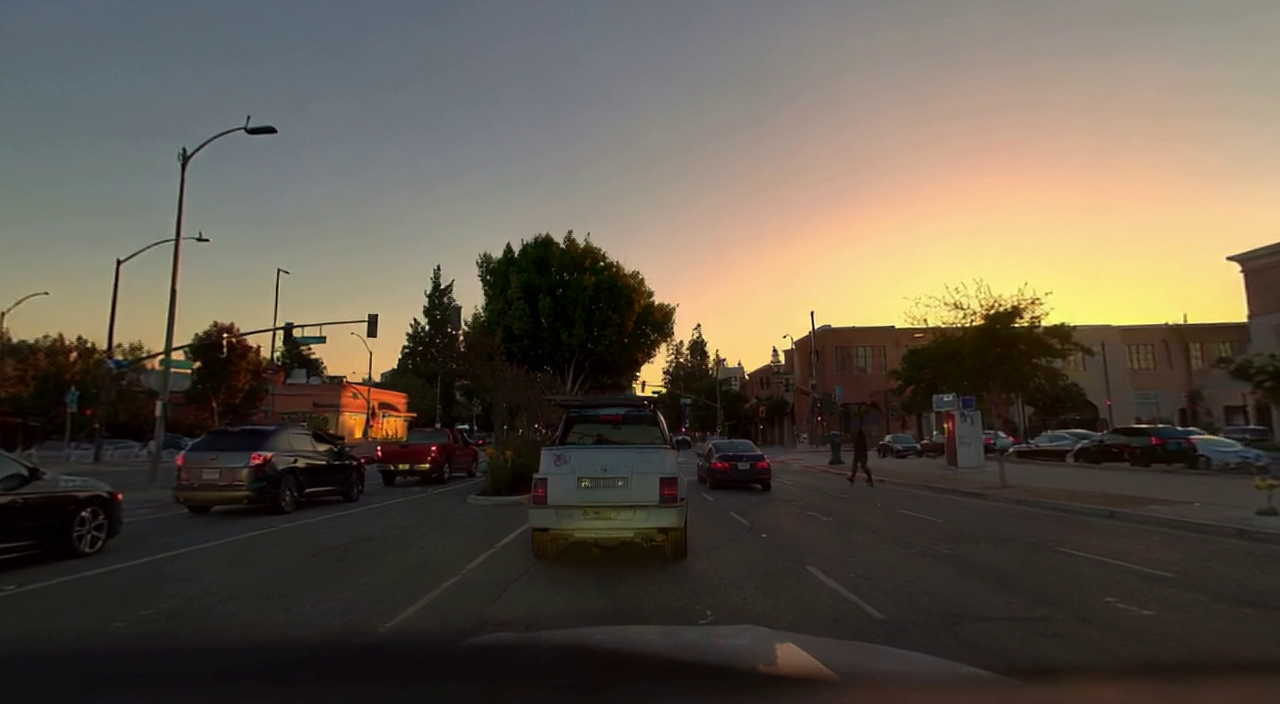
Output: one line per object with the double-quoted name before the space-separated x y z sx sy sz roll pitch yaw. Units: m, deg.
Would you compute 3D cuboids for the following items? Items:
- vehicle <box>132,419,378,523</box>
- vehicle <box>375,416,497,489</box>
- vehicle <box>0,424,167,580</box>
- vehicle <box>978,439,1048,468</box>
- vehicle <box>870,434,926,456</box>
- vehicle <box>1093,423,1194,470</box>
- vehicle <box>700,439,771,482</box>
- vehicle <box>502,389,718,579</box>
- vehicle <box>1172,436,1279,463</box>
"vehicle" -7.162 2.258 12.458 1.941 1.655 4.503 0 -8 1
"vehicle" -6.476 3.264 20.681 2.496 2.112 4.351 0 -8 0
"vehicle" -6.965 1.396 5.816 1.831 1.451 4.382 0 -8 -1
"vehicle" 20.103 5.405 33.916 3.836 1.443 1.694 5 -10 -35
"vehicle" 20.102 7.255 49.046 4.361 1.653 2.034 6 -11 -37
"vehicle" 19.239 3.597 24.030 4.156 1.622 1.924 6 -11 -37
"vehicle" 3.429 4.009 23.513 2.023 1.441 4.240 0 -8 1
"vehicle" -0.313 1.588 8.279 2.064 1.817 4.298 0 -8 -1
"vehicle" 29.690 4.891 31.680 4.176 1.313 1.719 0 -8 2
